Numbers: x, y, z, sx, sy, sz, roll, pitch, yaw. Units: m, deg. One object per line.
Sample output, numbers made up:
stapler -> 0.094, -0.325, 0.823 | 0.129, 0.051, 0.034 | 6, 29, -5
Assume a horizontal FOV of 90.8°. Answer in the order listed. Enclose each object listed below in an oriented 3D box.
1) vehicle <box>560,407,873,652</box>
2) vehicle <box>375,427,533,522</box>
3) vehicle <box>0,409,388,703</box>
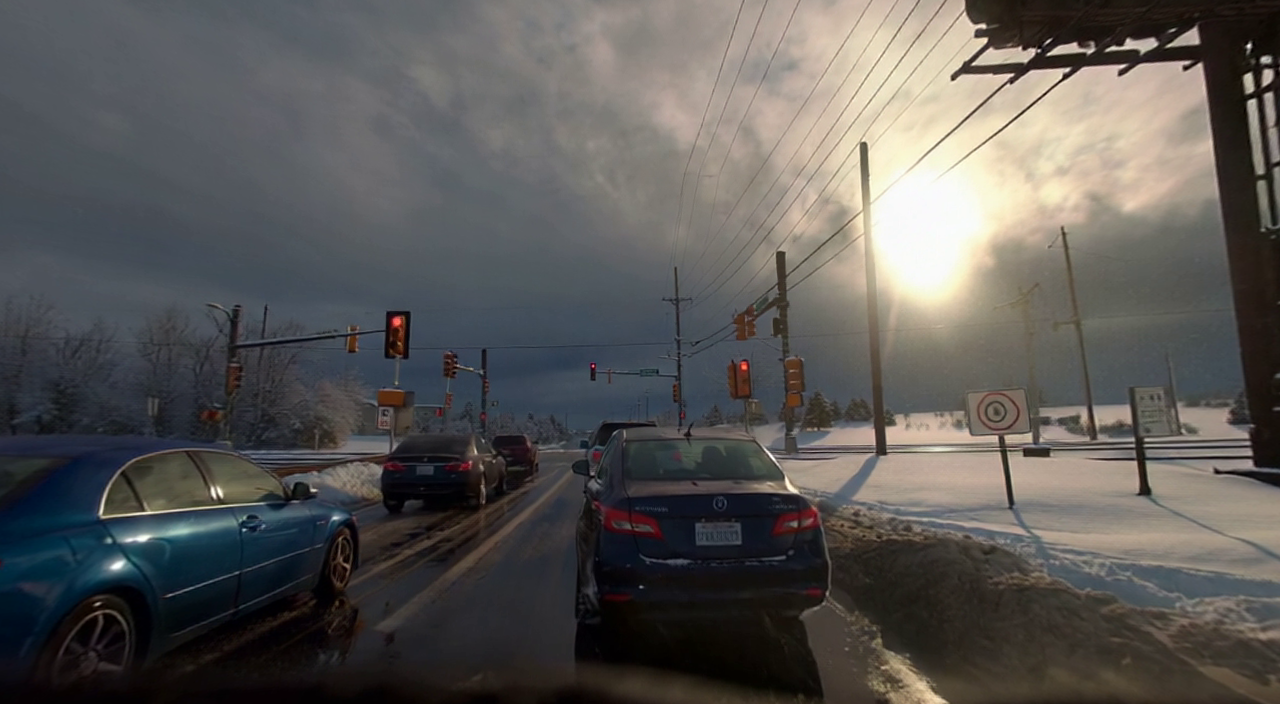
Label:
vehicle -> 0.389, 1.419, 6.064 | 1.998, 1.529, 3.960 | 0, -9, -3
vehicle -> -3.357, 2.289, 12.292 | 1.984, 1.505, 3.982 | 0, -9, -2
vehicle -> -3.707, 1.249, 4.458 | 1.956, 1.468, 4.585 | 0, -9, 0
